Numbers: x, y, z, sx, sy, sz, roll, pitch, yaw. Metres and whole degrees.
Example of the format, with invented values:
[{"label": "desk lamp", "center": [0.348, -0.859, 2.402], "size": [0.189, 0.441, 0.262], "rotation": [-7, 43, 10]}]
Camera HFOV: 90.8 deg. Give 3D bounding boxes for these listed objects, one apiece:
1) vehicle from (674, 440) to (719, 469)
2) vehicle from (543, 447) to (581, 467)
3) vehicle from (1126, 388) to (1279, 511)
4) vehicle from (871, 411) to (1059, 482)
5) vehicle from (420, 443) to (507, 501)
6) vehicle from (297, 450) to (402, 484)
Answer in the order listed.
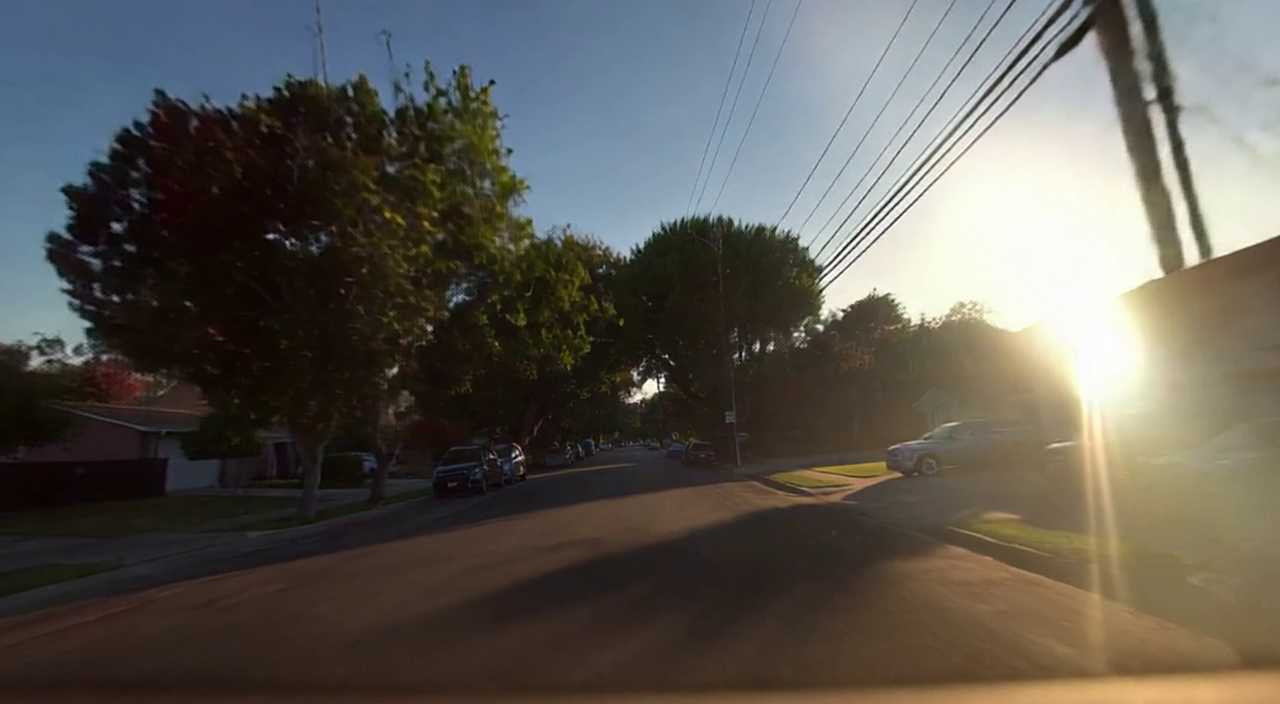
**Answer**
[{"label": "vehicle", "center": [3.442, 6.312, 39.296], "size": [2.247, 1.618, 4.655], "rotation": [1, -8, -1]}, {"label": "vehicle", "center": [-6.043, 8.206, 49.281], "size": [2.199, 1.439, 4.757], "rotation": [0, -9, 2]}, {"label": "vehicle", "center": [11.116, 1.535, 10.125], "size": [4.782, 1.748, 2.106], "rotation": [-1, -9, 2]}, {"label": "vehicle", "center": [9.850, 2.859, 19.408], "size": [4.559, 1.843, 2.081], "rotation": [-2, -7, -4]}, {"label": "vehicle", "center": [-6.206, 4.206, 22.655], "size": [2.035, 1.736, 3.955], "rotation": [-3, -8, -1]}, {"label": "vehicle", "center": [-16.083, 6.390, 35.174], "size": [4.706, 1.681, 2.389], "rotation": [-2, -8, 5]}]
